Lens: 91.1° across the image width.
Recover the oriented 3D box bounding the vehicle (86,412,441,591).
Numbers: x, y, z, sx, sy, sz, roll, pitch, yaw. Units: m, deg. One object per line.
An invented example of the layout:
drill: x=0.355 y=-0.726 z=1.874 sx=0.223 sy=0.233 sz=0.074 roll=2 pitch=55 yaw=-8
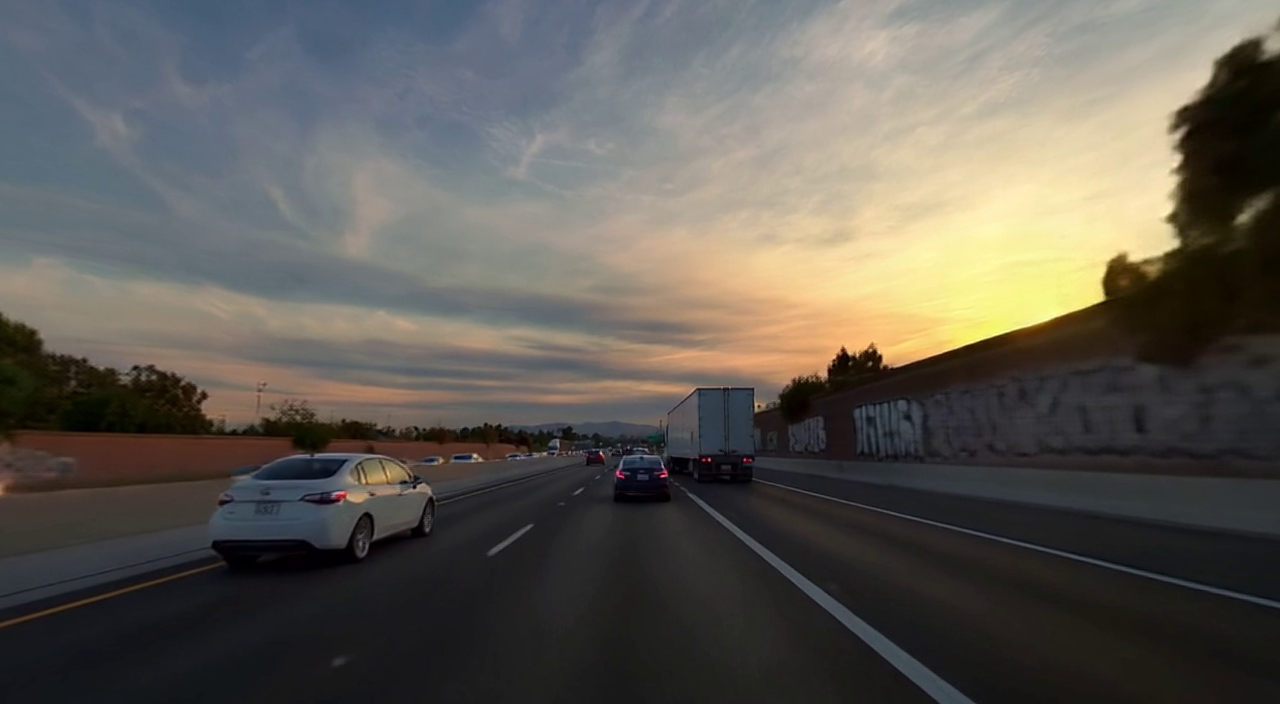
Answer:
vehicle: x=-4.491 y=1.837 z=8.657 sx=1.988 sy=1.750 sz=4.711 roll=0 pitch=-9 yaw=0

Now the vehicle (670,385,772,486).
vehicle: x=3.580 y=4.400 z=32.372 sx=2.902 sy=4.014 sz=14.446 roll=0 pitch=-9 yaw=-2

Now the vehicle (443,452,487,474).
vehicle: x=-12.726 y=8.060 z=45.891 sx=1.946 sy=1.474 sz=4.374 roll=-1 pitch=-9 yaw=0

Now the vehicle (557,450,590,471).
vehicle: x=-4.967 y=8.164 z=47.514 sx=2.067 sy=1.481 sz=4.085 roll=0 pitch=-9 yaw=0

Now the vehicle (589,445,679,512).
vehicle: x=-0.182 y=3.166 z=16.225 sx=2.033 sy=1.468 sz=4.015 roll=0 pitch=-9 yaw=-1
